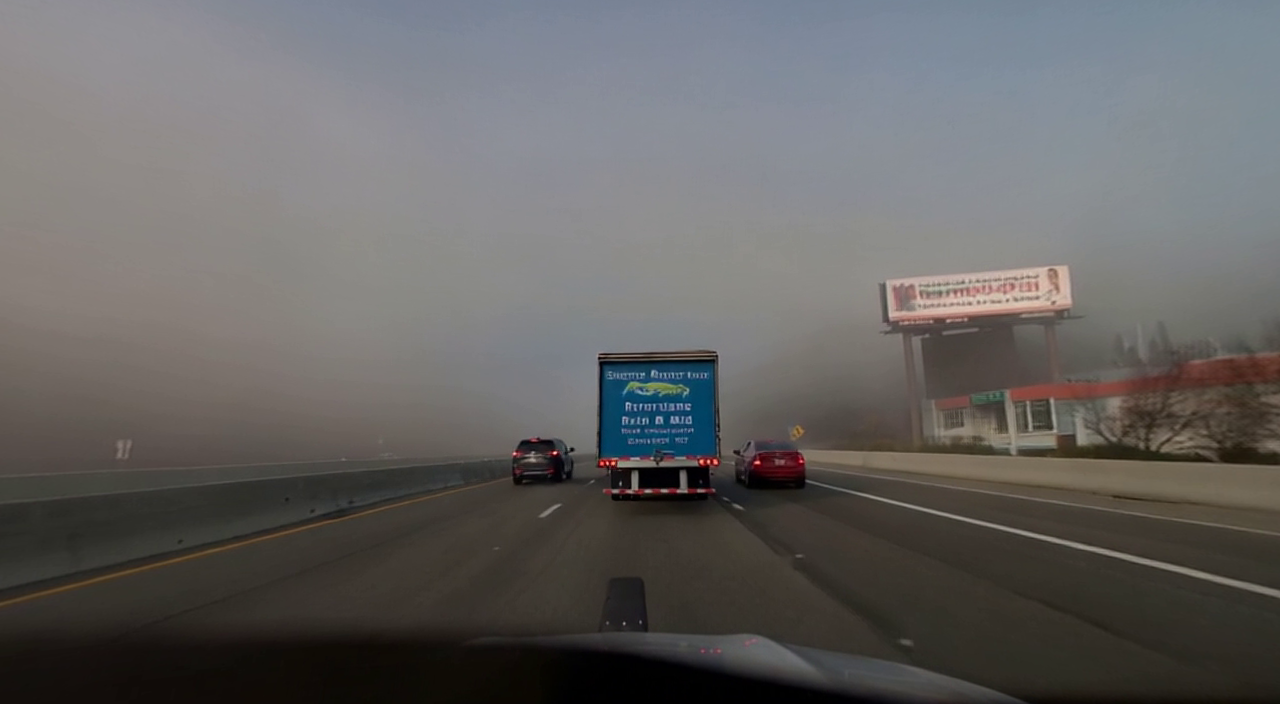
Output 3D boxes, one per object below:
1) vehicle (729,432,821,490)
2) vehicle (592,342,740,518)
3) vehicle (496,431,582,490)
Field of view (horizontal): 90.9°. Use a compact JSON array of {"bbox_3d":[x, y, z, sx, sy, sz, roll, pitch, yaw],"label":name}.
[{"bbox_3d":[4.301,3.536,20.840,2.066,1.692,4.339,0,-8,0],"label":"vehicle"},{"bbox_3d":[0.589,2.062,16.179,2.733,3.296,8.571,0,-8,2],"label":"vehicle"},{"bbox_3d":[-3.281,3.618,21.449,2.030,1.757,4.509,0,-8,2],"label":"vehicle"}]
